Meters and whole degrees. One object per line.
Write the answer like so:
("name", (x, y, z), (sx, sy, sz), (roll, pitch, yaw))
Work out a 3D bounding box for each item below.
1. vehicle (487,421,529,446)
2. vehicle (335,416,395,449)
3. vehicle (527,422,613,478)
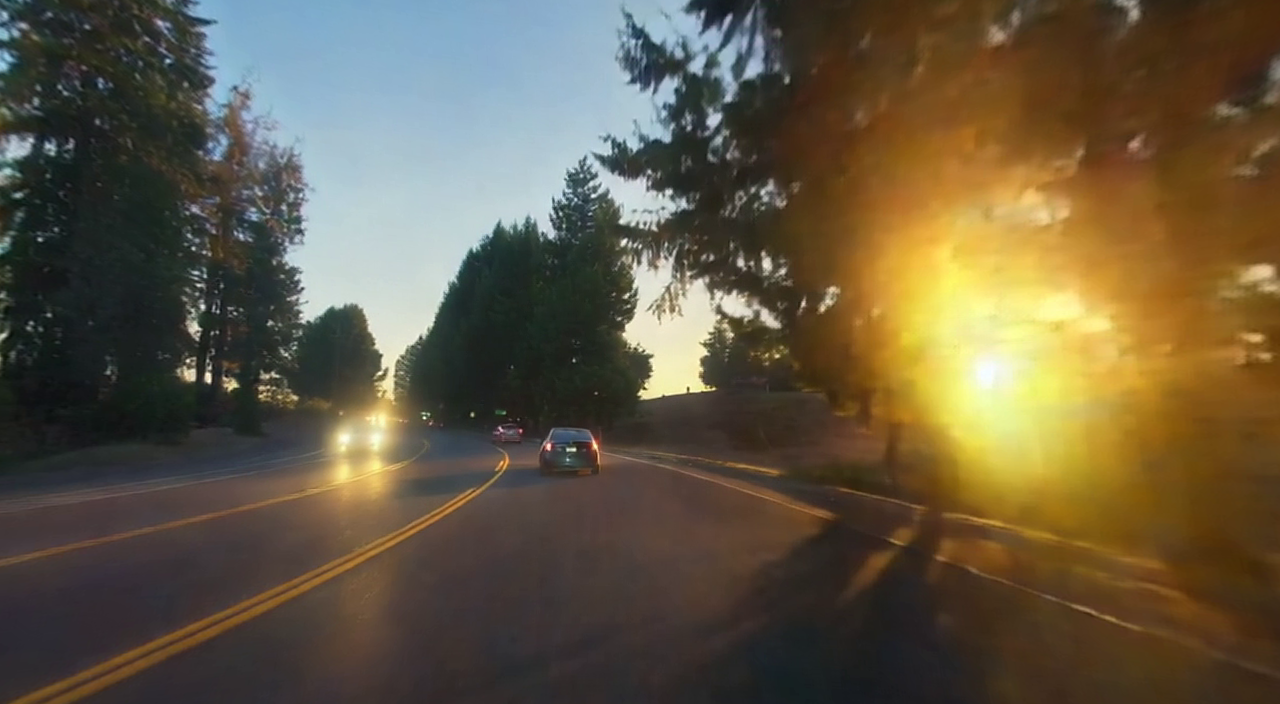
("vehicle", (-8.763, 5.385, 41.484), (2.080, 1.530, 3.719), (3, -8, -22))
("vehicle", (-13.596, 4.050, 31.362), (2.126, 1.493, 4.748), (2, -8, -17))
("vehicle", (-2.237, 2.928, 19.095), (2.296, 1.510, 4.068), (1, -8, -10))
